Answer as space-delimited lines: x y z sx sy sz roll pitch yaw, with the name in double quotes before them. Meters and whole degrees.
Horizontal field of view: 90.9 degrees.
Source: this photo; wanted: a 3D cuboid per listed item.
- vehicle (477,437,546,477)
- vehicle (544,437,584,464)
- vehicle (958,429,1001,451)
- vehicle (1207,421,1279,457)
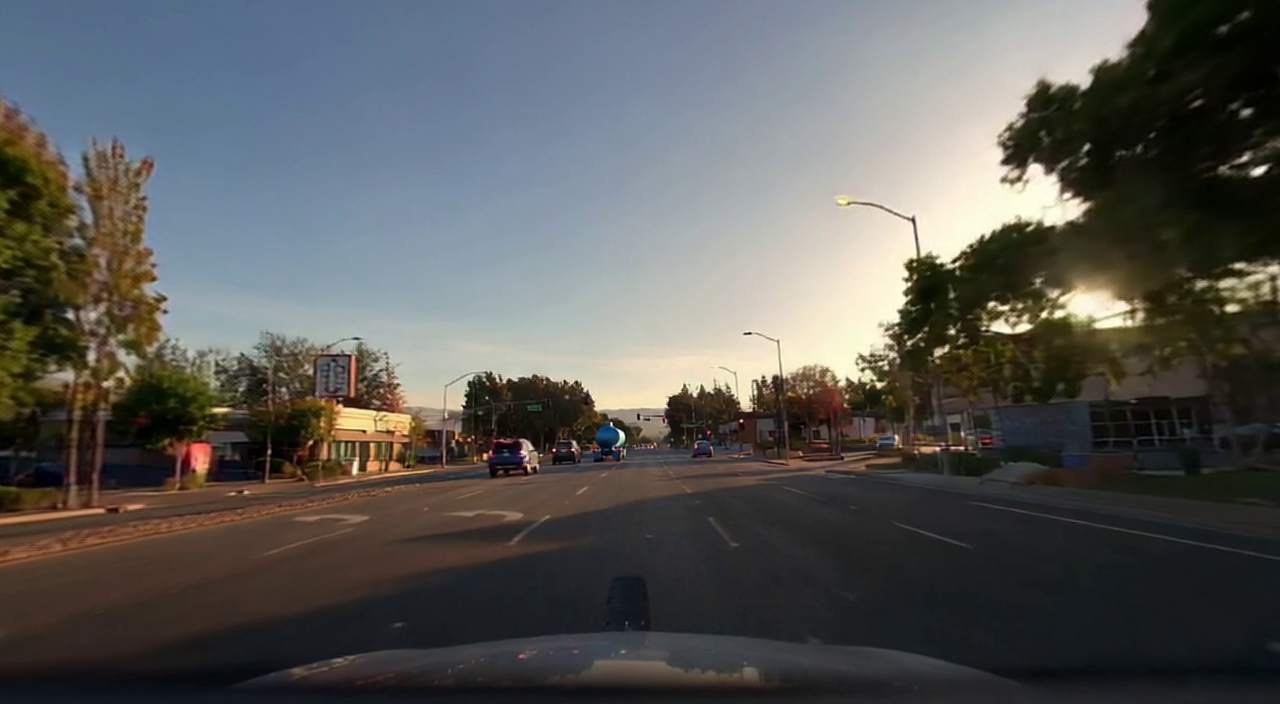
"vehicle" -6.001 4.969 30.010 2.179 1.750 4.621 0 -9 2
"vehicle" -5.901 7.805 49.837 2.375 1.989 5.497 0 -9 1
"vehicle" 23.854 6.213 44.214 1.924 1.467 4.572 -7 -11 36
"vehicle" 26.938 3.699 26.785 1.796 1.453 4.296 -1 -9 3
